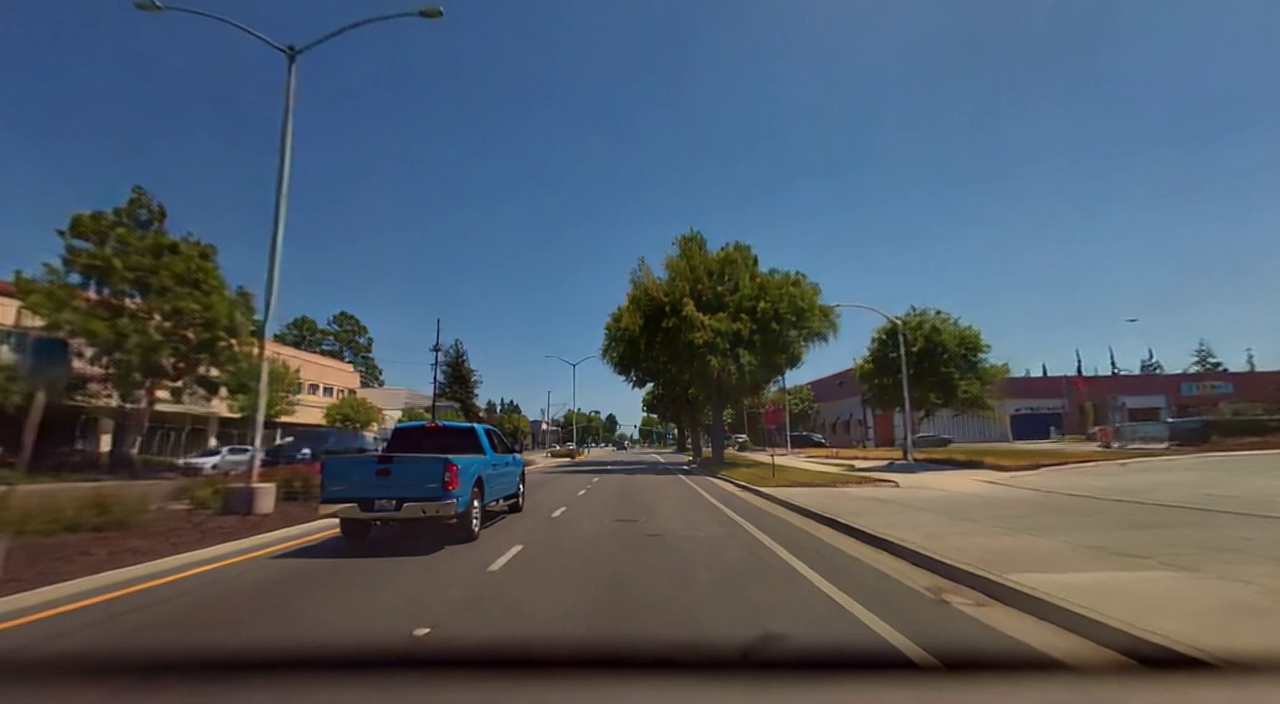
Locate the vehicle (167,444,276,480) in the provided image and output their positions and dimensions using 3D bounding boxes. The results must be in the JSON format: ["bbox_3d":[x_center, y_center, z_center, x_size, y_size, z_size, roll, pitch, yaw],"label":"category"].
[{"bbox_3d":[-21.404,5.621,32.522,2.224,1.668,5.022,-2,-9,0],"label":"vehicle"}]

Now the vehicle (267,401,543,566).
[{"bbox_3d":[-3.000,1.838,9.666,2.065,1.790,5.417,0,-8,1],"label":"vehicle"}]
